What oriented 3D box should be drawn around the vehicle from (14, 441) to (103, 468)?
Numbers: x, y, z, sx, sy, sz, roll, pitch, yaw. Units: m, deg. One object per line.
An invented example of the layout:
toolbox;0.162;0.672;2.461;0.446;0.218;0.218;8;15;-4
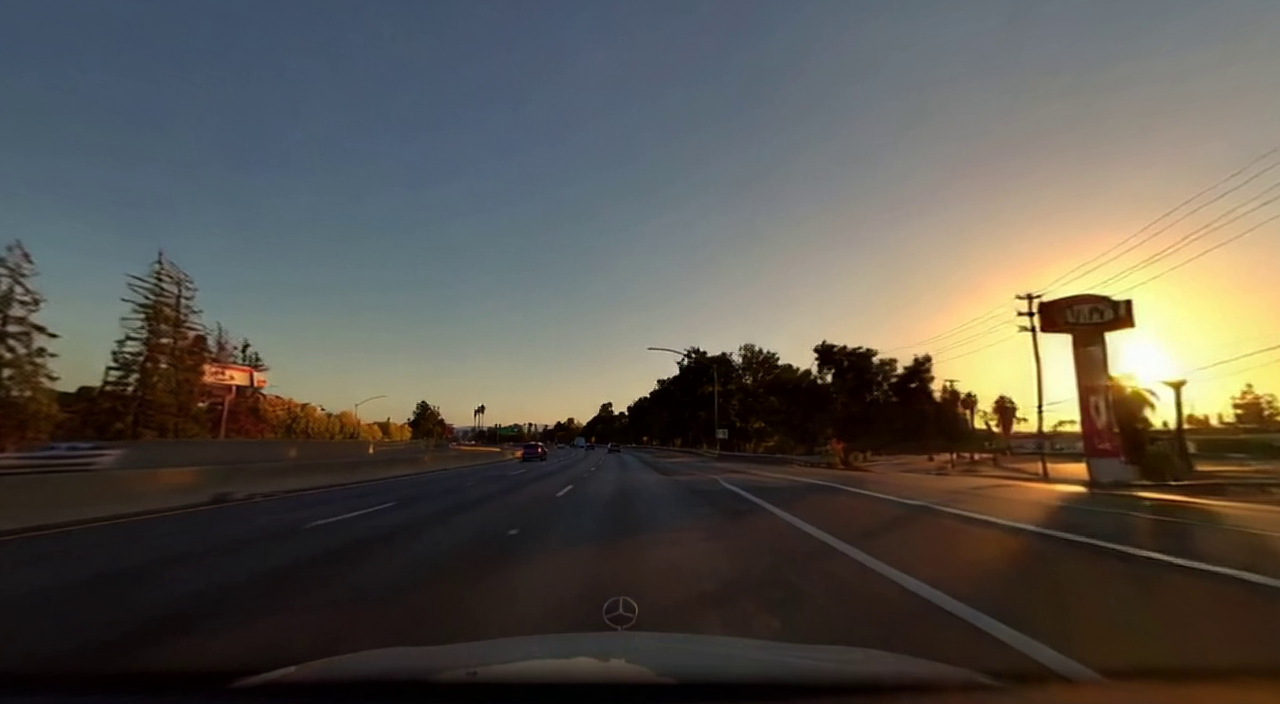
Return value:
vehicle;-41.537;7.313;45.304;2.052;1.863;4.692;0;-8;-3
